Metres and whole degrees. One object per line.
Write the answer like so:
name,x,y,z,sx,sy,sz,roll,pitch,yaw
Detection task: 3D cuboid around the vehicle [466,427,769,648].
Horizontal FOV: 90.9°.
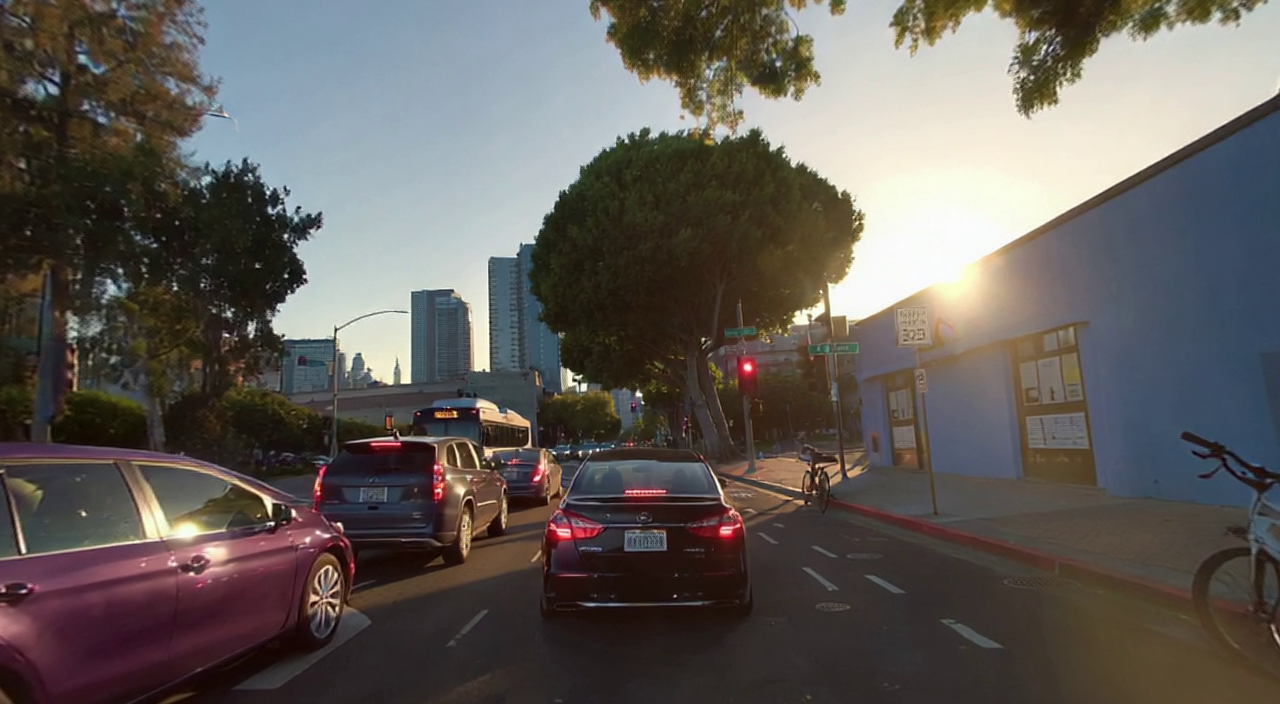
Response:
vehicle,-0.138,1.528,6.185,2.031,1.461,3.763,0,-8,0

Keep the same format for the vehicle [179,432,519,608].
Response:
vehicle,-2.911,1.758,7.633,1.944,1.481,4.385,0,-8,1

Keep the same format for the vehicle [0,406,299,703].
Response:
vehicle,-3.169,0.869,1.724,1.867,1.486,4.452,0,-8,2
